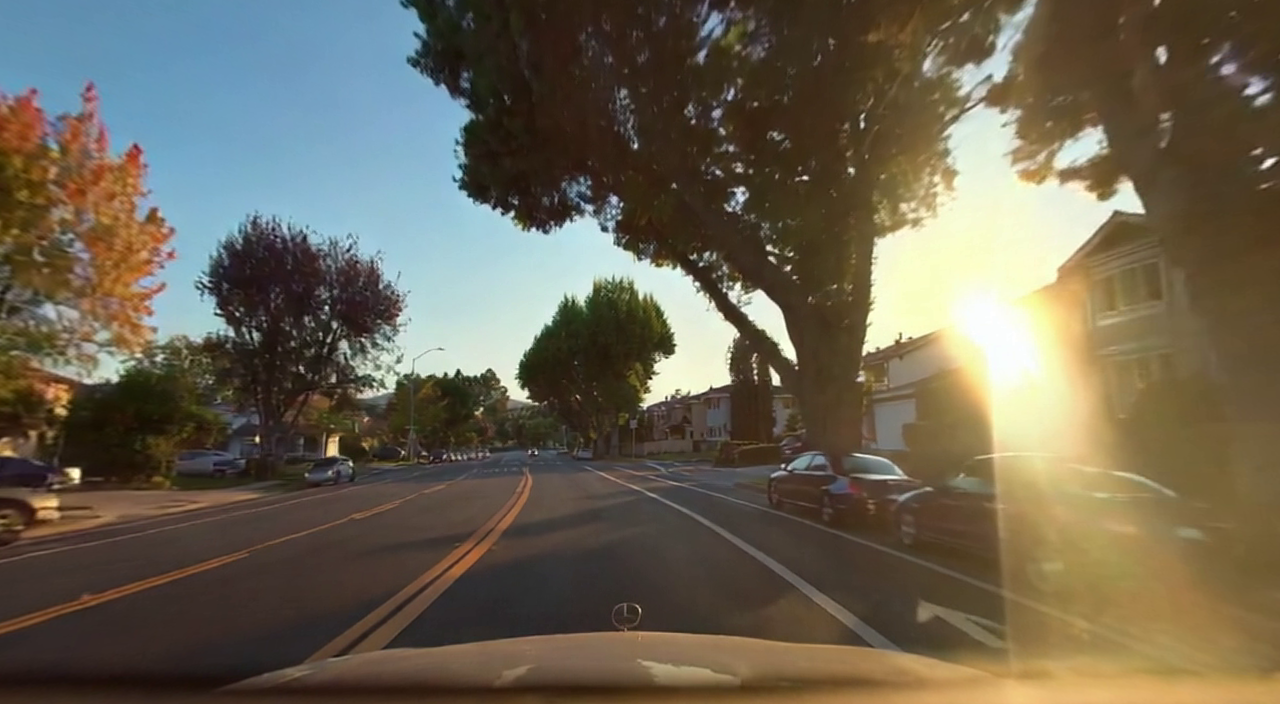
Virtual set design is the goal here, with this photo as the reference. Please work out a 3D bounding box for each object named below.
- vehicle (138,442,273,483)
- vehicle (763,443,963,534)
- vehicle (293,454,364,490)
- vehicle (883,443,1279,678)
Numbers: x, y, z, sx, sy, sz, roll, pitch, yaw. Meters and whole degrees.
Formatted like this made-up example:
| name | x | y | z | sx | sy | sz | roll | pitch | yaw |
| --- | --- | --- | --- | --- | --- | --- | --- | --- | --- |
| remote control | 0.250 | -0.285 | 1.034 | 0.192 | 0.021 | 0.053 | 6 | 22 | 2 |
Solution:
| name | x | y | z | sx | sy | sz | roll | pitch | yaw |
| --- | --- | --- | --- | --- | --- | --- | --- | --- | --- |
| vehicle | -23.211 | 5.917 | 33.958 | 5.560 | 1.892 | 2.099 | -1 | -9 | -7 |
| vehicle | 4.063 | 2.534 | 12.380 | 2.029 | 1.449 | 4.028 | 1 | -9 | -7 |
| vehicle | -14.921 | 5.737 | 30.514 | 1.870 | 1.451 | 4.140 | 0 | -8 | -8 |
| vehicle | 4.563 | 1.662 | 6.451 | 1.872 | 1.423 | 4.874 | 0 | -9 | -5 |
